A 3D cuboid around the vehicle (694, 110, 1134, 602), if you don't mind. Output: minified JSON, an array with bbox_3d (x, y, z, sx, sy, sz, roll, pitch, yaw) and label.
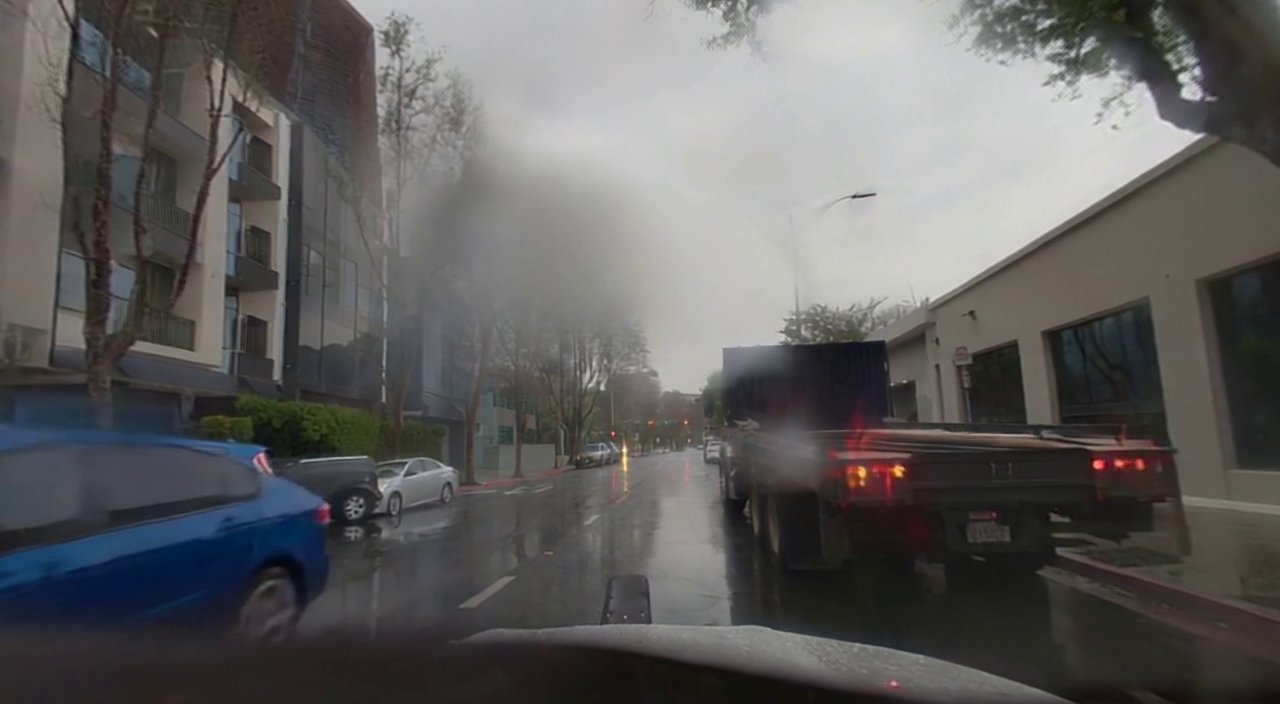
[{"bbox_3d":[2.821,0.768,10.987,3.320,4.034,11.553,-1,-8,7],"label":"vehicle"}]

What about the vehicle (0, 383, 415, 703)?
[{"bbox_3d":[-3.291,1.077,3.212,2.311,1.631,4.510,-1,-8,5],"label":"vehicle"}]

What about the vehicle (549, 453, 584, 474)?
[{"bbox_3d":[-5.649,8.639,49.086,1.798,1.459,4.306,-1,-8,6],"label":"vehicle"}]
